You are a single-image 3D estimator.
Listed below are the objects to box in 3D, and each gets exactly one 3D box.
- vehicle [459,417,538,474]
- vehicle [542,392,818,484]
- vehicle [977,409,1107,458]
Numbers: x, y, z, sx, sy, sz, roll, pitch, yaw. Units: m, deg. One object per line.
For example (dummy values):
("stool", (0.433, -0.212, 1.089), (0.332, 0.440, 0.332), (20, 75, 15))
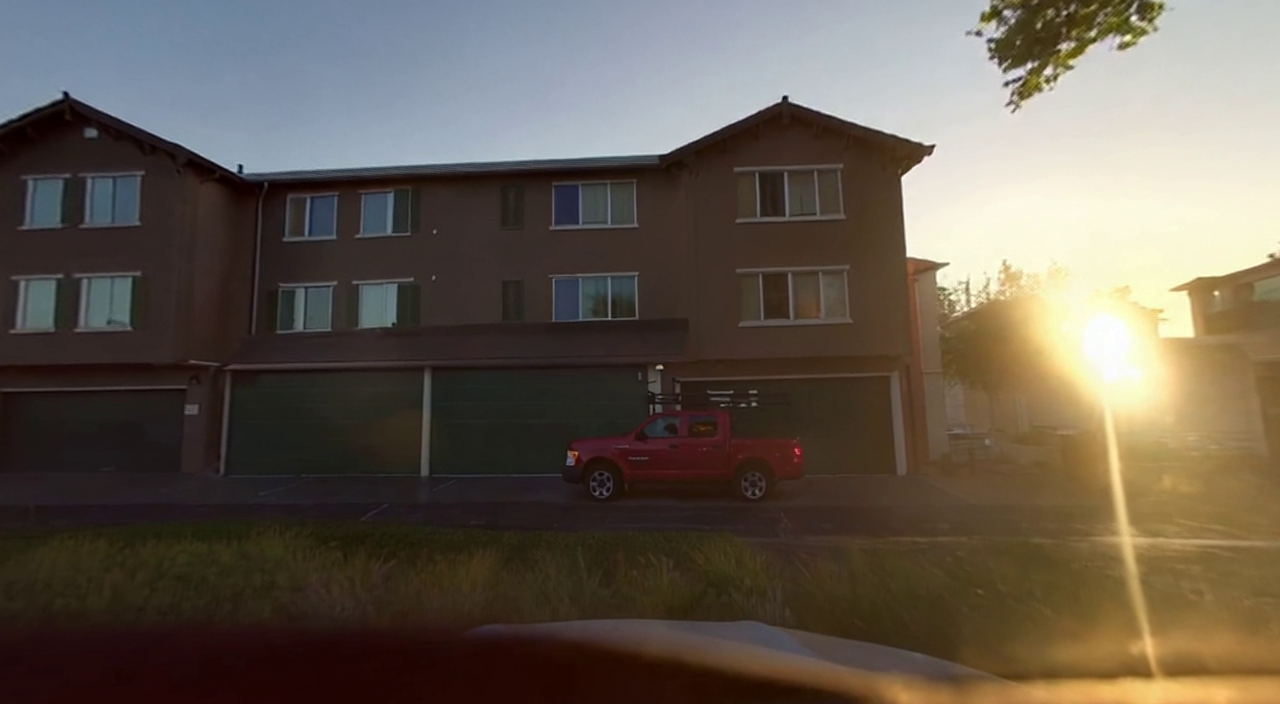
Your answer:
("vehicle", (-4.879, 3.219, 22.276), (1.869, 1.460, 3.826), (-4, -3, 0))
("vehicle", (0.812, 1.911, 13.964), (5.600, 1.835, 2.161), (0, -8, 1))
("vehicle", (15.532, 3.196, 24.529), (3.770, 1.496, 1.951), (5, -10, 2))
